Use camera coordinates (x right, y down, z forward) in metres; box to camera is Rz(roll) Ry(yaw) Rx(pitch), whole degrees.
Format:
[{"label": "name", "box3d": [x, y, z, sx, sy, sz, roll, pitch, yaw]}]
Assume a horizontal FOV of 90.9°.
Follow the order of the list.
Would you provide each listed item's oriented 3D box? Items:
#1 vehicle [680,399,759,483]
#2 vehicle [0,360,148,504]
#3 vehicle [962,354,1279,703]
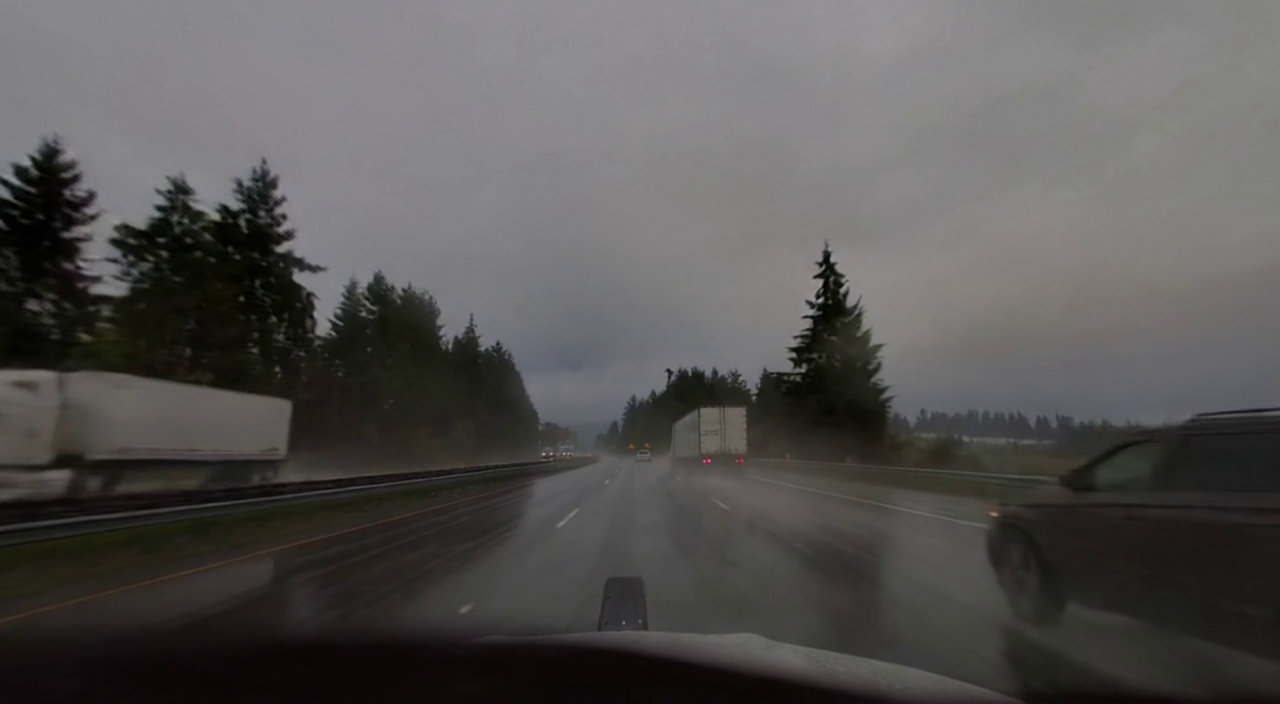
[{"label": "vehicle", "box3d": [4.154, 5.081, 35.487, 3.117, 3.971, 10.593, 1, -9, 1]}, {"label": "vehicle", "box3d": [-19.041, 2.504, 19.257, 2.947, 3.912, 5.781, 0, -9, 1]}, {"label": "vehicle", "box3d": [3.746, 0.913, 3.075, 2.096, 1.653, 4.185, 0, -9, 0]}]
